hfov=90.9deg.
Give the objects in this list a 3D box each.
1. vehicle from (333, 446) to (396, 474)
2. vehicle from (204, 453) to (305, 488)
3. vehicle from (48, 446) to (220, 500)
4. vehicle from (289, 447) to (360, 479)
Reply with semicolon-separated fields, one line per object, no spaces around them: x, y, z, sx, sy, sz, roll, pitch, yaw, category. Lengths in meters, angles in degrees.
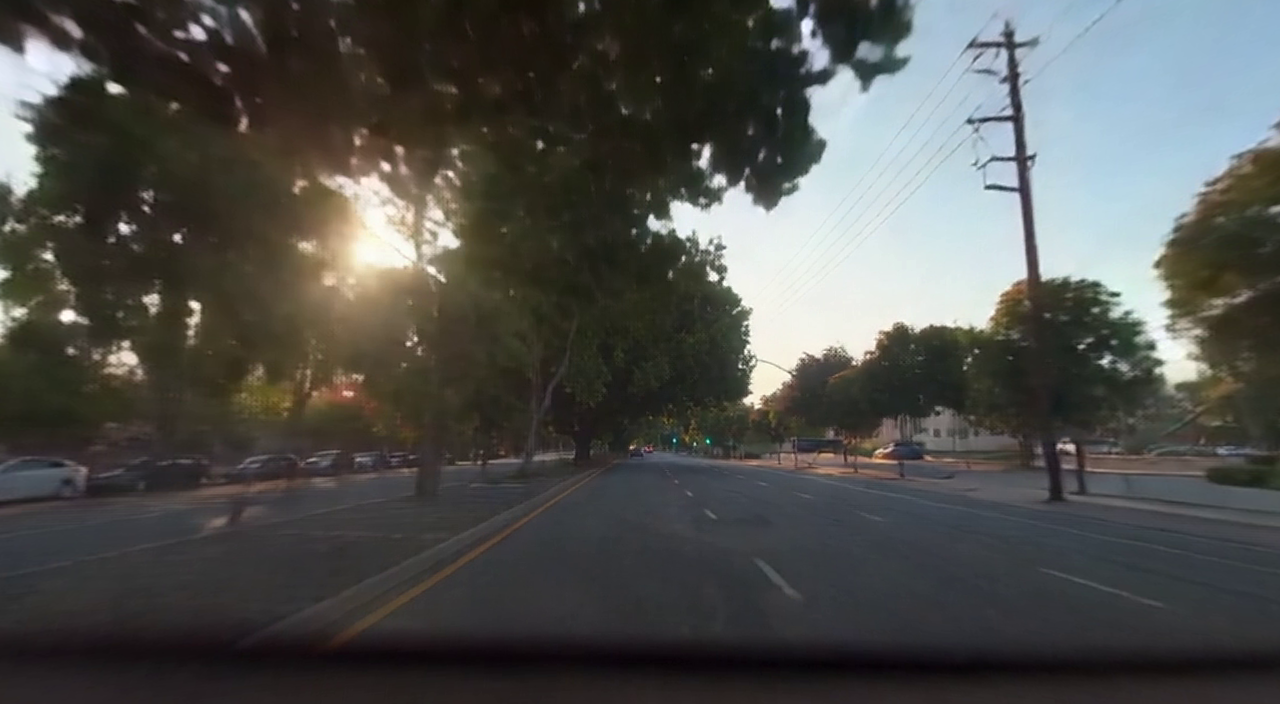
-18.068;7.102;41.635;2.115;1.716;4.900;0;-8;-2;vehicle
-17.990;5.516;29.699;1.839;1.456;4.507;0;-8;0;vehicle
-18.013;4.282;22.858;2.200;1.730;4.886;0;-8;-1;vehicle
-17.950;6.303;36.063;1.952;1.649;4.414;0;-8;-3;vehicle
